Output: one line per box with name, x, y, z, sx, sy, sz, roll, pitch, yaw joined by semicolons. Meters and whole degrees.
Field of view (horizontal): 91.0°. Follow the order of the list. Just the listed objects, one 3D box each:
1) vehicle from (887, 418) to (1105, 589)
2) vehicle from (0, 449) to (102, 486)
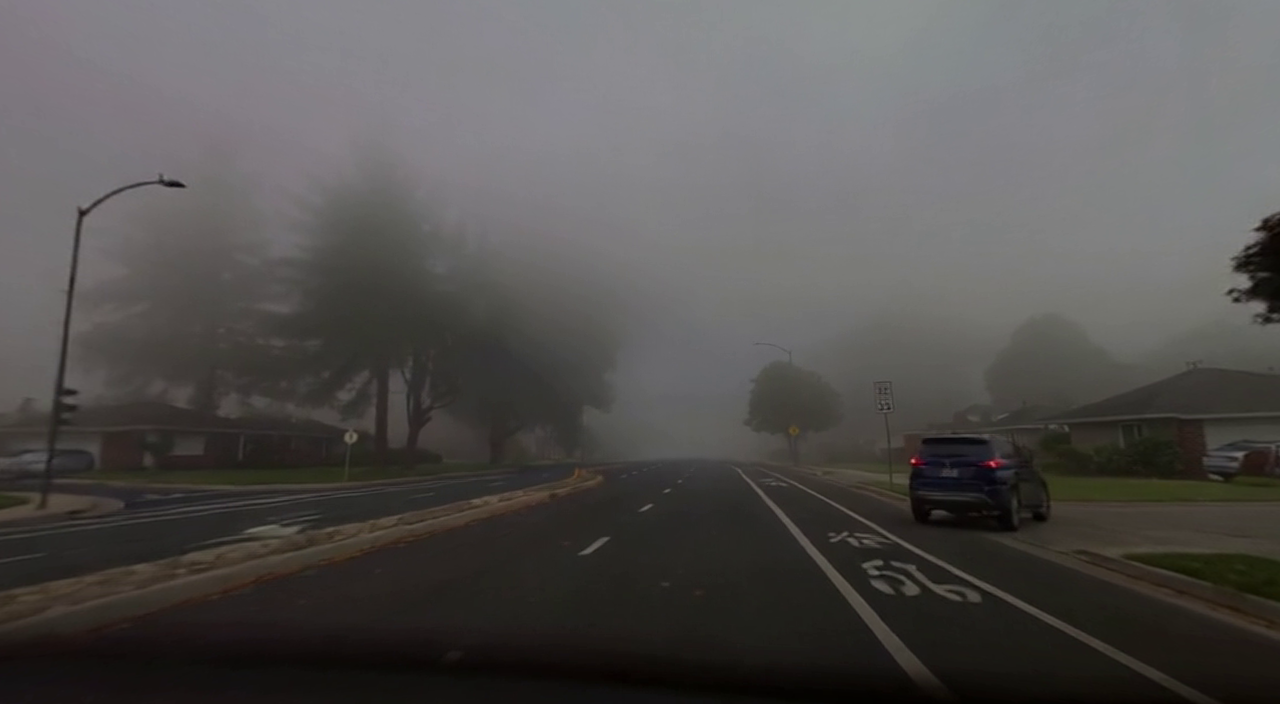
vehicle;5.081;1.884;8.942;2.018;1.733;4.546;-5;-9;32
vehicle;-32.765;6.288;34.760;1.918;1.796;4.703;0;-8;0
